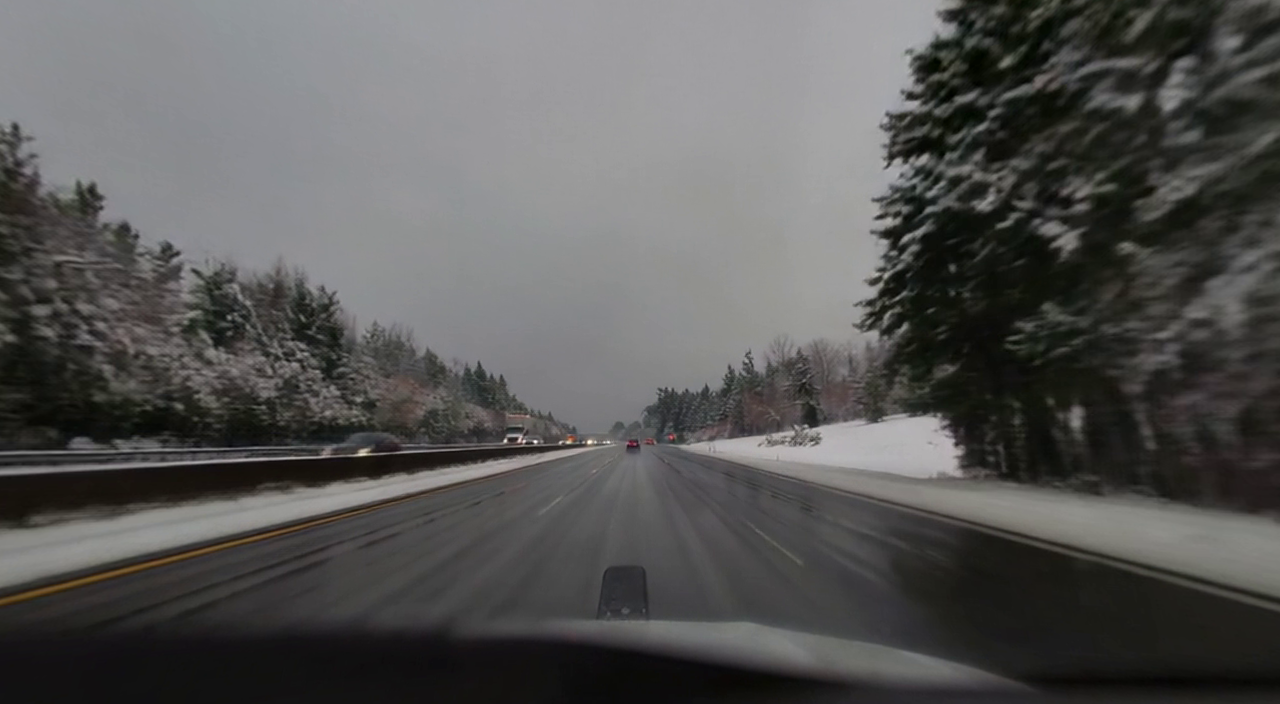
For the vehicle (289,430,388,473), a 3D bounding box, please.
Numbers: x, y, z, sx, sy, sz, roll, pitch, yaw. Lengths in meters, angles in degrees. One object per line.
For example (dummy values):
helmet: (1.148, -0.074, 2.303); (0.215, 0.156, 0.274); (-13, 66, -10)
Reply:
vehicle: (-11.628, 3.844, 24.566); (1.882, 1.521, 3.932); (0, -8, 0)
